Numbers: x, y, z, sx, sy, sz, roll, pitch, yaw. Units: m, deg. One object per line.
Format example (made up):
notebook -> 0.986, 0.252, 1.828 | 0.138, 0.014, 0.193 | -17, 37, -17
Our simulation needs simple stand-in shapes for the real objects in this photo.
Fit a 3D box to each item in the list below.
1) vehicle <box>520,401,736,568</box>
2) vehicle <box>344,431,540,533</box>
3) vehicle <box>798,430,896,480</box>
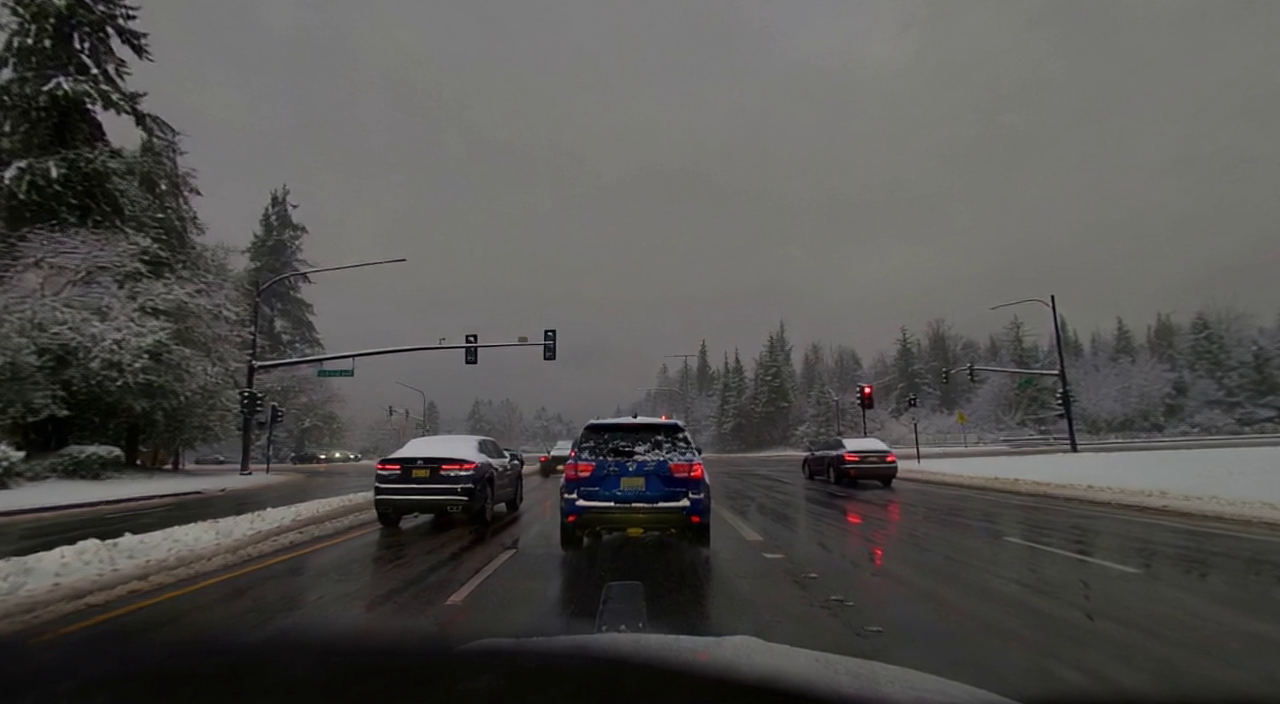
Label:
vehicle -> -0.126, 1.719, 8.869 | 2.298, 1.770, 4.138 | 0, -8, 0
vehicle -> -3.366, 2.325, 12.039 | 2.061, 1.504, 5.142 | 0, -8, 0
vehicle -> 8.034, 4.045, 25.043 | 2.166, 1.761, 4.692 | 0, -8, -1
